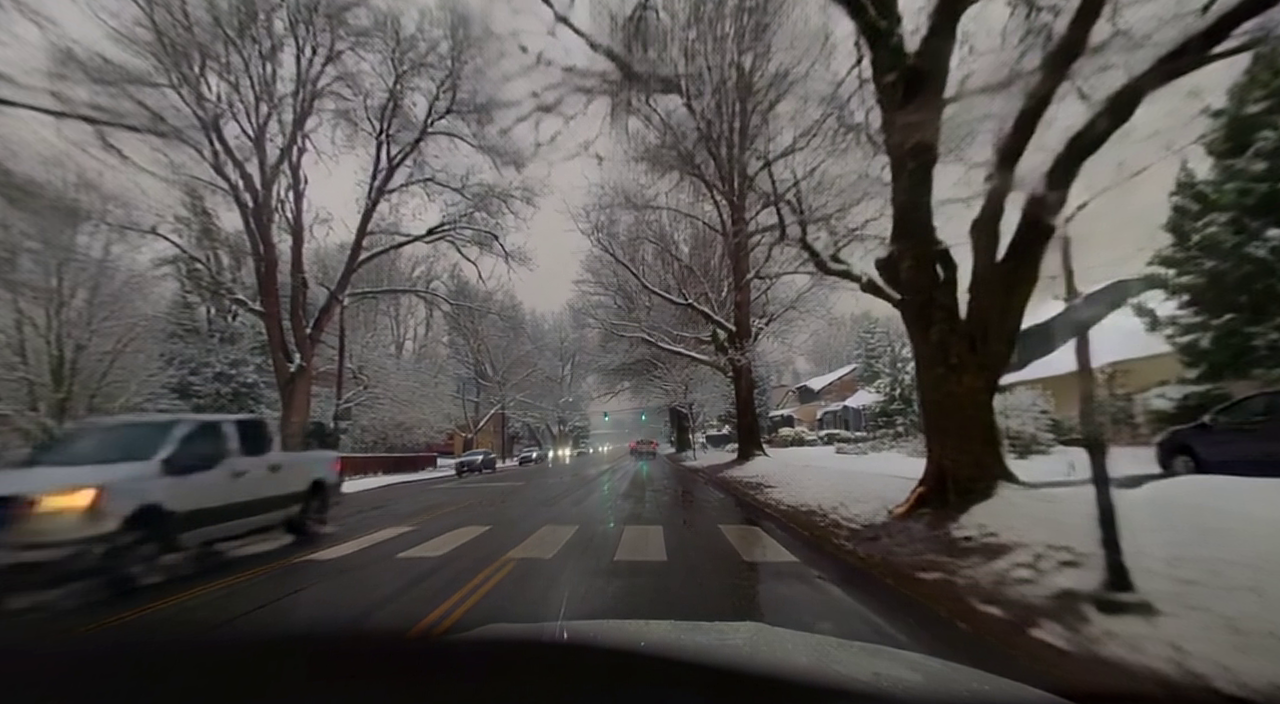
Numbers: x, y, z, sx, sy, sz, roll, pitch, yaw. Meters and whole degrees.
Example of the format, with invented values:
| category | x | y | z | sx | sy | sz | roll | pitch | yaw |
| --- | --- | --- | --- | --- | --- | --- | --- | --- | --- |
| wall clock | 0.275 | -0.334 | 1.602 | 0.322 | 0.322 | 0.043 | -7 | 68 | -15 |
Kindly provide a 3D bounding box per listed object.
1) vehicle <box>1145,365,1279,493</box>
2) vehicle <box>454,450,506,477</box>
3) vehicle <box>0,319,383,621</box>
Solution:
| category | x | y | z | sx | sy | sz | roll | pitch | yaw |
| --- | --- | --- | --- | --- | --- | --- | --- | --- | --- |
| vehicle | 10.941 | 1.253 | 10.179 | 1.967 | 1.749 | 4.389 | 4 | -14 | 2 |
| vehicle | -9.771 | 6.808 | 38.828 | 1.892 | 1.484 | 4.576 | 0 | -8 | 1 |
| vehicle | -6.052 | 1.481 | 8.784 | 2.303 | 2.760 | 5.868 | 0 | -8 | 1 |
